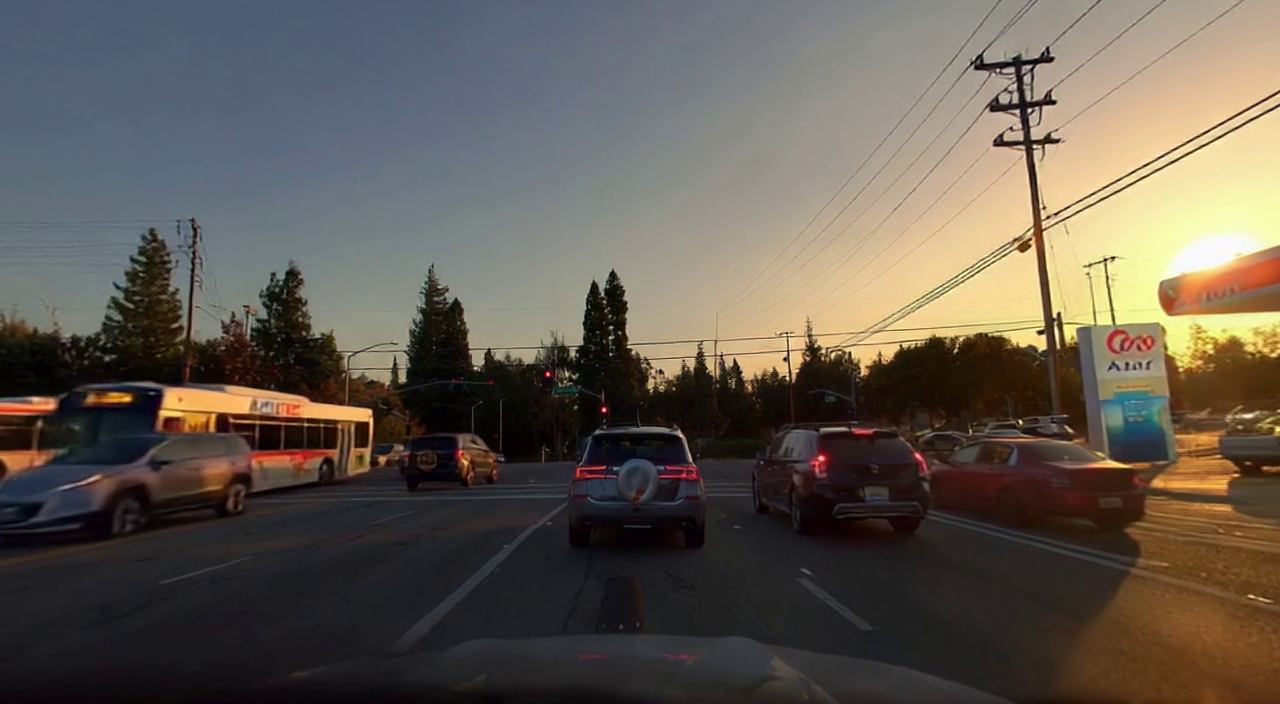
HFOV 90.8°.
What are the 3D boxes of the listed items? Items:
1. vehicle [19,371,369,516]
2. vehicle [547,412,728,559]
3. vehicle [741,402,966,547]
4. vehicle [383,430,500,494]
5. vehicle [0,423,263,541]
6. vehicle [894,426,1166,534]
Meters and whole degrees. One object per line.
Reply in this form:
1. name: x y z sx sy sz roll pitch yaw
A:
1. vehicle: -13.558 3.153 21.751 3.031 3.513 12.586 0 -9 -1
2. vehicle: -0.082 1.849 9.393 2.087 1.677 4.053 0 -9 -2
3. vehicle: 3.060 1.871 10.209 2.049 1.813 4.245 0 -9 -1
4. vehicle: -6.240 3.517 20.612 2.190 1.795 4.993 0 -8 0
5. vehicle: -10.078 2.497 12.763 2.163 1.812 4.686 -4 -8 -2
6. vehicle: 6.446 2.148 11.253 1.829 1.494 4.552 0 -8 -2
